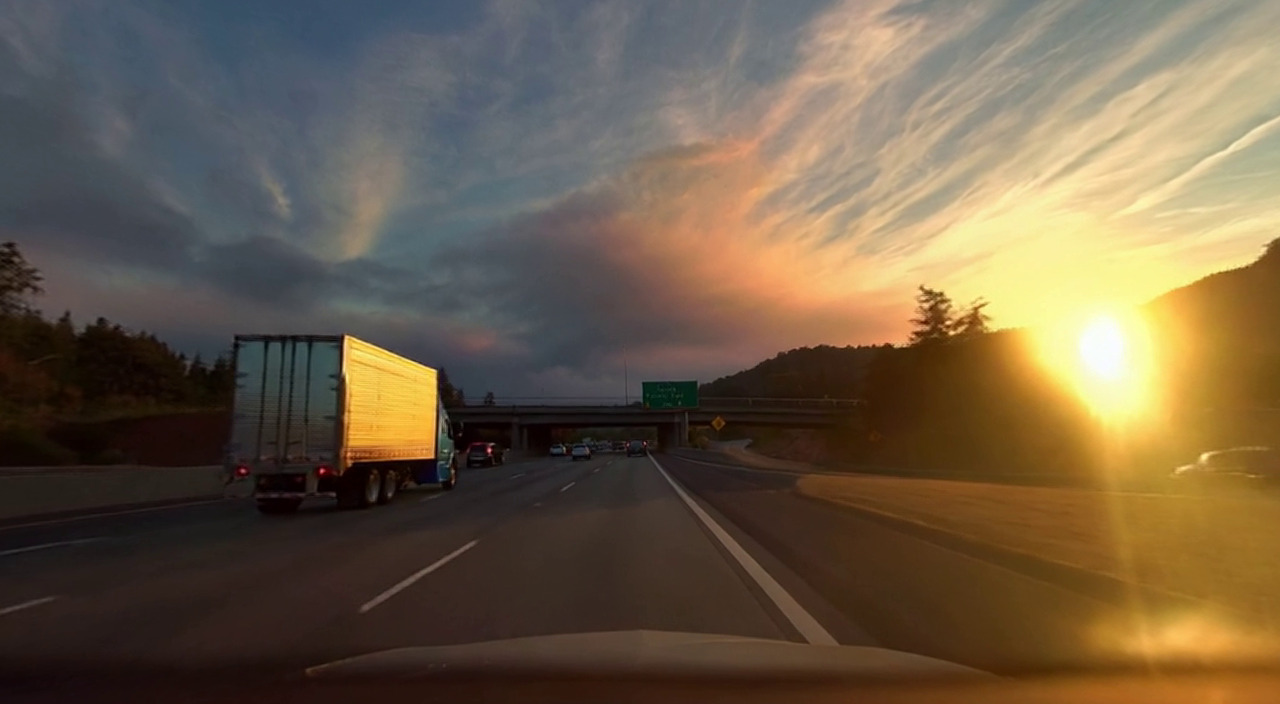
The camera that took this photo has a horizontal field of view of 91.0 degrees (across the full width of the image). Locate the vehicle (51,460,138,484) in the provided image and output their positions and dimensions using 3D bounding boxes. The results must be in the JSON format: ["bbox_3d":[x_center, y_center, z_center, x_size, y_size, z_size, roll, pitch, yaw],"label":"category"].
[{"bbox_3d":[-39.762,8.722,46.076,1.867,1.579,5.040,0,-9,0],"label":"vehicle"}]

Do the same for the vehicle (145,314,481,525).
[{"bbox_3d":[-7.240,1.958,16.684,3.303,3.868,10.298,0,-9,0],"label":"vehicle"}]

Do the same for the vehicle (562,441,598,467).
[{"bbox_3d":[-4.174,7.195,44.612,2.094,1.695,4.260,0,-9,0],"label":"vehicle"}]
